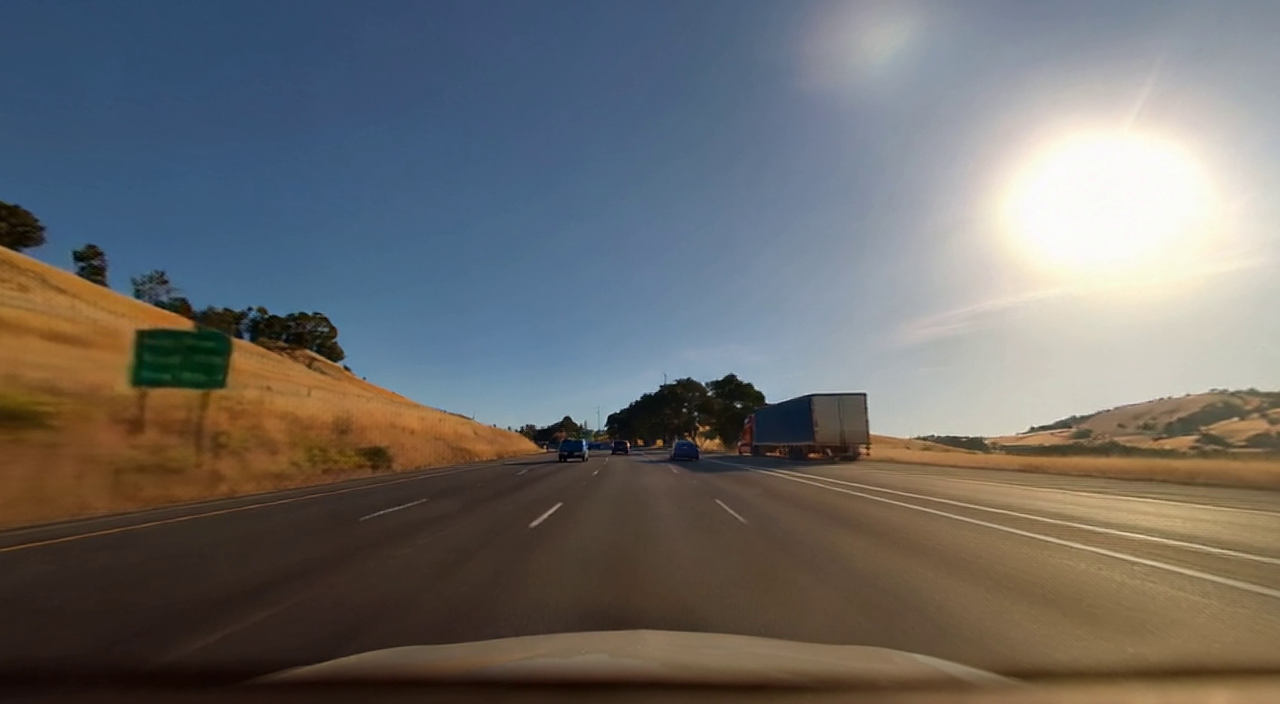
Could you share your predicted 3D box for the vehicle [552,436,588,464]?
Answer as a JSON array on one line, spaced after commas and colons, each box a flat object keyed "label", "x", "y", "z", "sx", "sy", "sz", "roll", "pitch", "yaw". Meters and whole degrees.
[{"label": "vehicle", "x": -4.945, "y": 6.988, "z": 45.252, "sx": 2.120, "sy": 1.855, "sz": 4.619, "roll": 0, "pitch": -8, "yaw": -1}]

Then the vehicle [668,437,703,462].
[{"label": "vehicle", "x": 3.182, "y": 6.923, "z": 44.862, "sx": 1.995, "sy": 1.712, "sz": 4.206, "roll": 0, "pitch": -8, "yaw": -3}]

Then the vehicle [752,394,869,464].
[{"label": "vehicle", "x": 11.554, "y": 5.721, "z": 45.604, "sx": 2.953, "sy": 4.129, "sz": 16.568, "roll": 0, "pitch": -8, "yaw": -3}]
